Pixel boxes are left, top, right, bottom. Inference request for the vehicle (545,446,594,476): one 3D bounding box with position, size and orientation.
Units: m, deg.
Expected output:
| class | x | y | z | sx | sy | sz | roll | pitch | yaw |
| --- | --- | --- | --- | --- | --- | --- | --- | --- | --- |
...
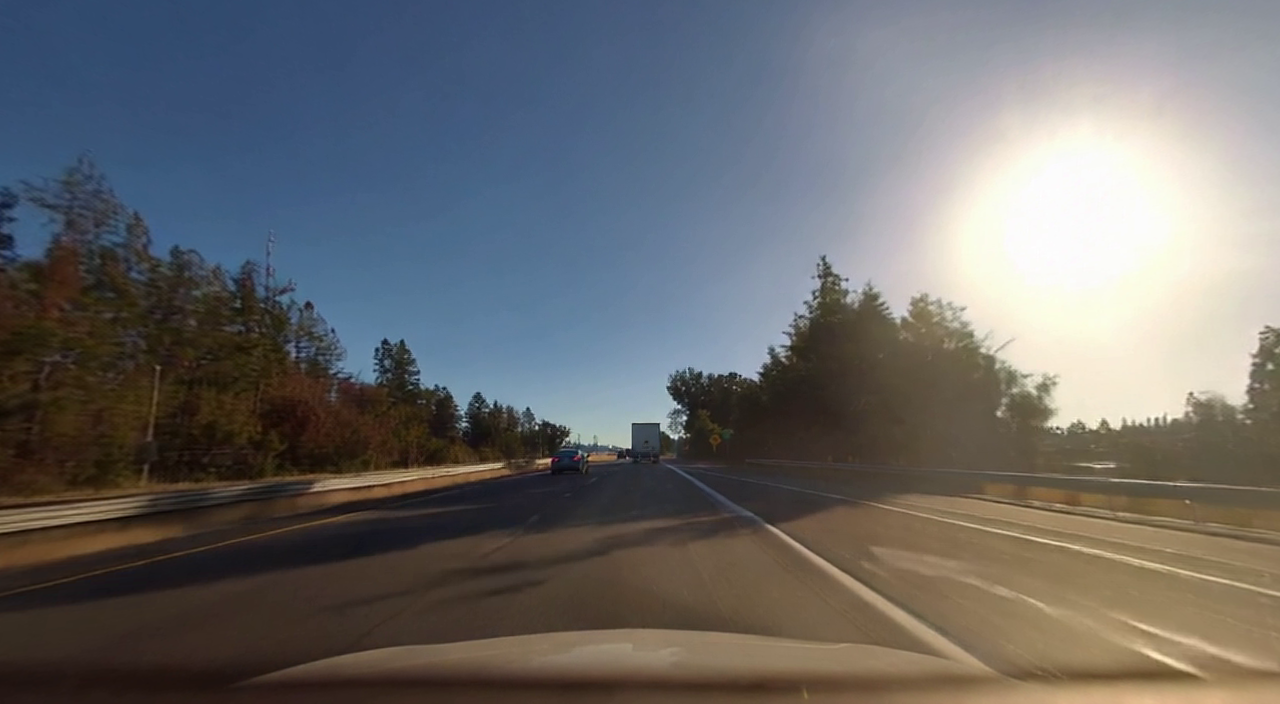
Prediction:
| class | x | y | z | sx | sy | sz | roll | pitch | yaw |
| --- | --- | --- | --- | --- | --- | --- | --- | --- | --- |
| vehicle | -3.806 | 5.991 | 34.897 | 1.999 | 1.533 | 4.870 | -1 | -9 | 2 |
